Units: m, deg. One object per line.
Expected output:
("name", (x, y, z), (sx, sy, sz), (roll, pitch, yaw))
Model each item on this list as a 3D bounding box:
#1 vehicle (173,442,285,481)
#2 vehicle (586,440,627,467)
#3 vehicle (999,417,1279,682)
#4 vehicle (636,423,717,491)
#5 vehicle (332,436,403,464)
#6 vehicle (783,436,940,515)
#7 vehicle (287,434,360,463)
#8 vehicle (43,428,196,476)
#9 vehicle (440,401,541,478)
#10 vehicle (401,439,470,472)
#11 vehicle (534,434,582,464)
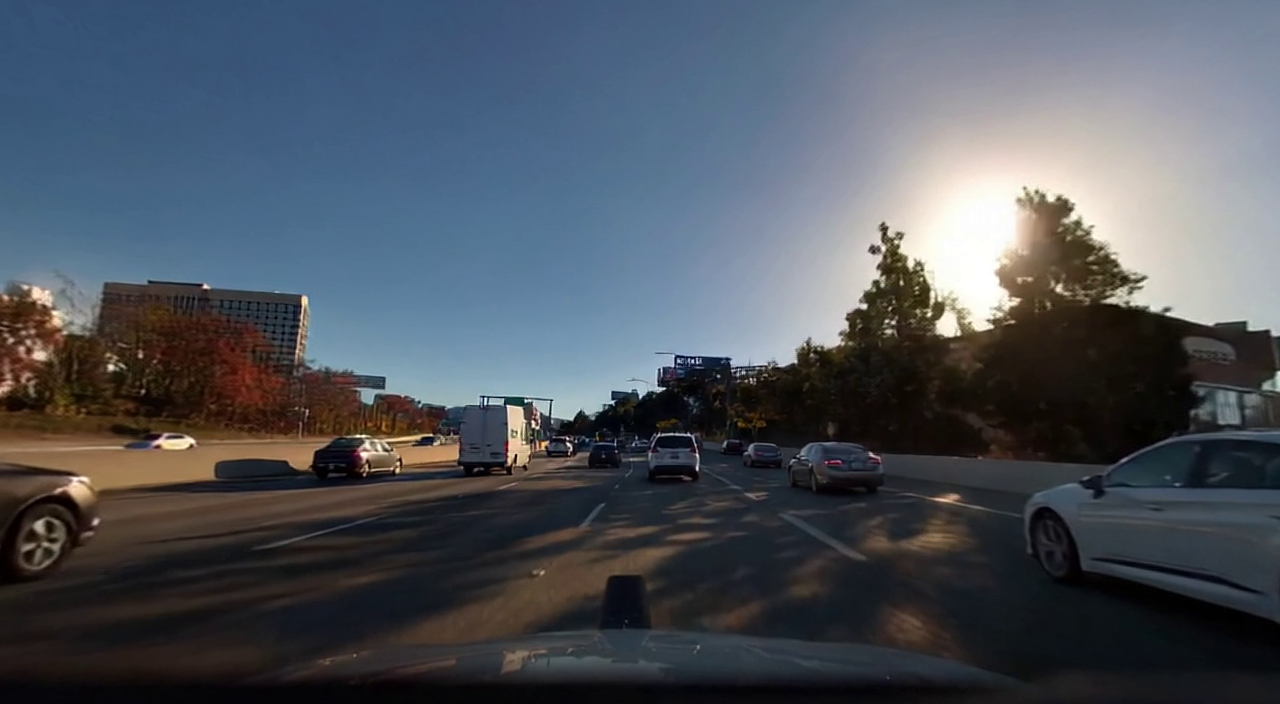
("vehicle", (-16.042, 4.268, 24.887), (1.823, 1.388, 3.705), (0, -8, 2))
("vehicle", (-1.950, 6.114, 38.274), (2.079, 1.499, 4.512), (0, -8, 2))
("vehicle", (4.582, 1.191, 4.064), (1.915, 1.482, 4.537), (0, -8, 1))
("vehicle", (1.065, 3.234, 19.761), (2.209, 1.863, 4.626), (0, -8, 1))
("vehicle", (-16.025, 5.776, 37.370), (1.943, 1.564, 4.687), (0, -8, 2))
("vehicle", (4.739, 2.680, 14.313), (1.942, 1.487, 4.518), (0, -8, 0))
("vehicle", (-19.875, 6.094, 39.831), (2.064, 1.719, 4.599), (0, -8, 2))
("vehicle", (-20.246, 3.894, 24.856), (1.920, 1.695, 4.612), (0, -8, 2))
("vehicle", (-6.089, 3.738, 26.899), (2.358, 2.817, 7.055), (0, -8, 2))
("vehicle", (-9.895, 5.031, 30.799), (1.923, 1.480, 3.905), (0, -8, 2))
("vehicle", (-5.540, 6.656, 43.453), (2.269, 1.929, 6.032), (0, -8, 2))
